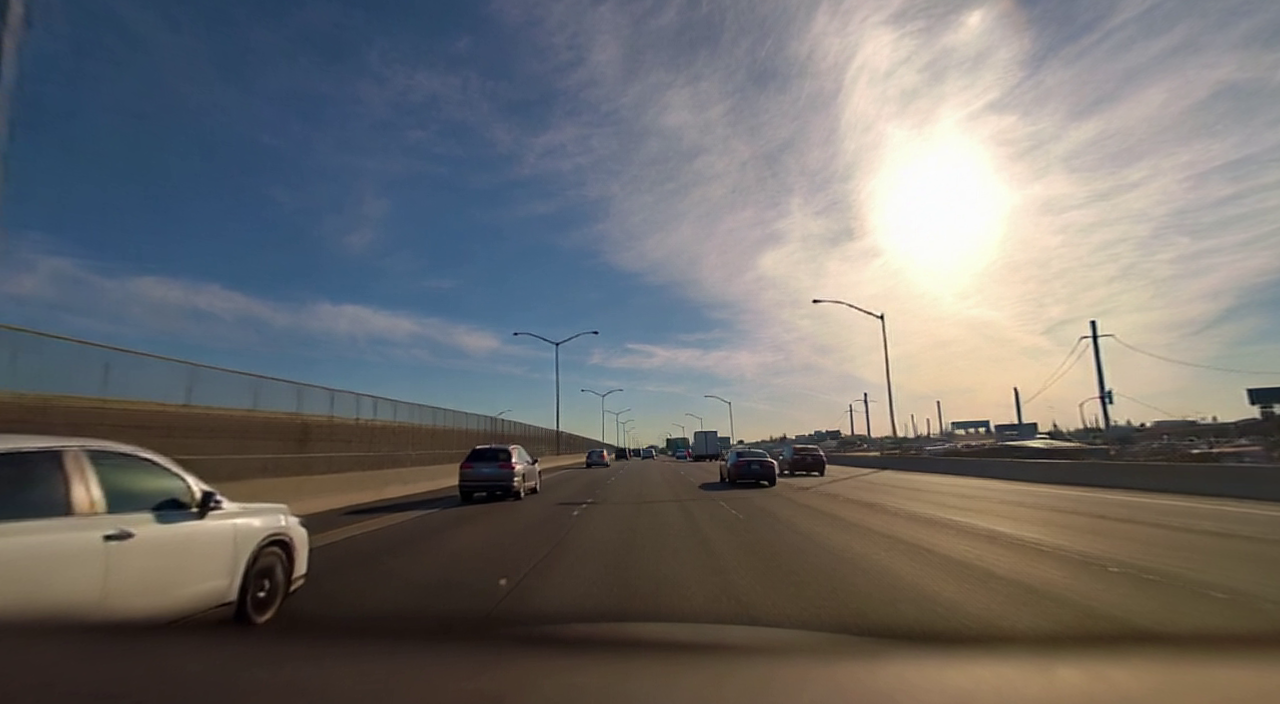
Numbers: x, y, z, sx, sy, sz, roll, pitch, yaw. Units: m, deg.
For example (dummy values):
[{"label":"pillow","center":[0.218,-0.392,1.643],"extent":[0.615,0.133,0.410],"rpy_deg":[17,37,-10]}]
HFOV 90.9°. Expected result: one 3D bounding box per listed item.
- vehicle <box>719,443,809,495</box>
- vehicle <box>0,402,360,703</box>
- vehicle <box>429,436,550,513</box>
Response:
[{"label":"vehicle","center":[3.862,3.714,20.467],"extent":[1.942,1.453,4.329],"rpy_deg":[-1,-8,-1]},{"label":"vehicle","center":[-3.611,1.093,3.212],"extent":[2.067,1.555,4.851],"rpy_deg":[-1,-8,1]},{"label":"vehicle","center":[-3.651,3.031,16.182],"extent":[2.036,1.669,4.112],"rpy_deg":[-1,-8,1]}]
